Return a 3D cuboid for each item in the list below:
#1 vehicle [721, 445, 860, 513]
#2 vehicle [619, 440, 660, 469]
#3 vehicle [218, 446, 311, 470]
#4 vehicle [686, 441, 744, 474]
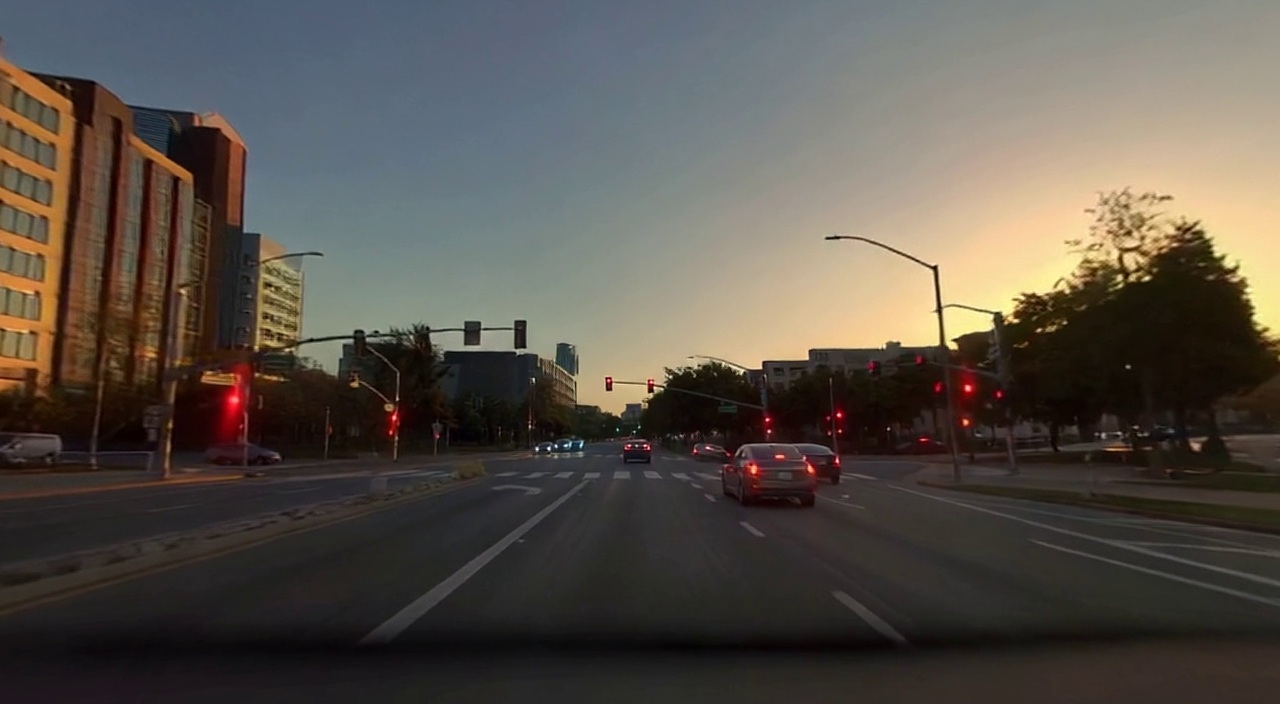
[{"bbox_3d":[3.283,2.861,14.824,2.080,1.321,4.382,0,-8,-2],"label":"vehicle"},{"bbox_3d":[-0.043,5.634,34.895,2.143,1.480,4.006,0,-8,-1],"label":"vehicle"},{"bbox_3d":[-24.345,6.855,41.053,4.751,1.501,2.147,-1,-9,5],"label":"vehicle"},{"bbox_3d":[3.632,5.177,31.380,2.226,1.490,4.593,0,-8,-1],"label":"vehicle"}]
